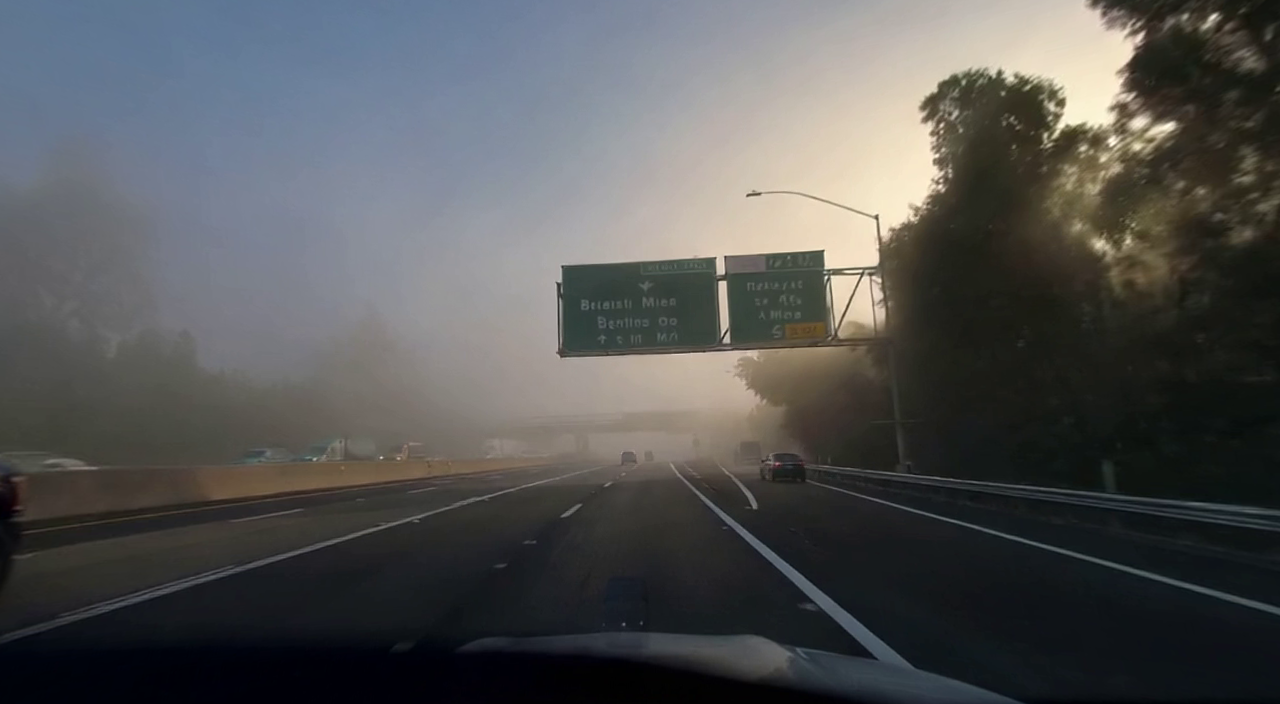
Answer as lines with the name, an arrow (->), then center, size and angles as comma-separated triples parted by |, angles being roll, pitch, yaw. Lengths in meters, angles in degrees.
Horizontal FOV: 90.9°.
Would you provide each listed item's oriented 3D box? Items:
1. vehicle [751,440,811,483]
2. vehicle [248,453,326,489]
vehicle -> 6.848, 5.342, 31.124 | 2.146, 1.929, 4.388 | -1, -8, 4
vehicle -> -23.122, 7.780, 41.570 | 2.080, 2.095, 4.988 | 0, -8, 2
